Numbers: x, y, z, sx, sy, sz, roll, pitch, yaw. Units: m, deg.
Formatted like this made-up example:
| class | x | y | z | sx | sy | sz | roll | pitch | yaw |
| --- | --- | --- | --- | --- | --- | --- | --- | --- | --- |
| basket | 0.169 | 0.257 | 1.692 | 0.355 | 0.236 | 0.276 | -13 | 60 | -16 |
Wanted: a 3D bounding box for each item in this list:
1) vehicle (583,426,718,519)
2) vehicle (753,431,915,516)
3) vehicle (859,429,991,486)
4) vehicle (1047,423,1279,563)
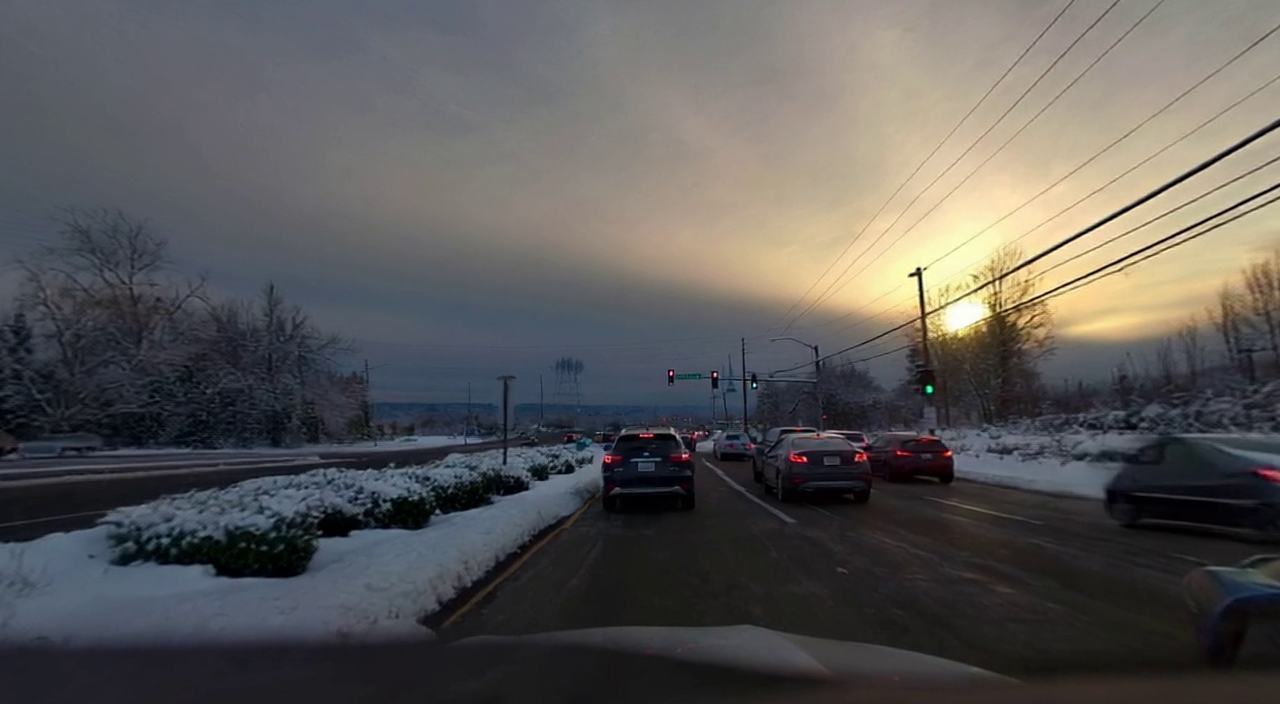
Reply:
| class | x | y | z | sx | sy | sz | roll | pitch | yaw |
| --- | --- | --- | --- | --- | --- | --- | --- | --- | --- |
| vehicle | 0.191 | 2.309 | 12.557 | 2.208 | 1.498 | 4.401 | 0 | -8 | 1 |
| vehicle | 3.775 | 2.444 | 13.253 | 2.028 | 1.454 | 4.531 | 0 | -8 | 1 |
| vehicle | 8.564 | 3.222 | 19.519 | 1.966 | 1.536 | 4.666 | 0 | -8 | 1 |
| vehicle | 7.914 | 1.776 | 8.557 | 1.905 | 1.483 | 4.469 | -1 | -8 | 2 |
